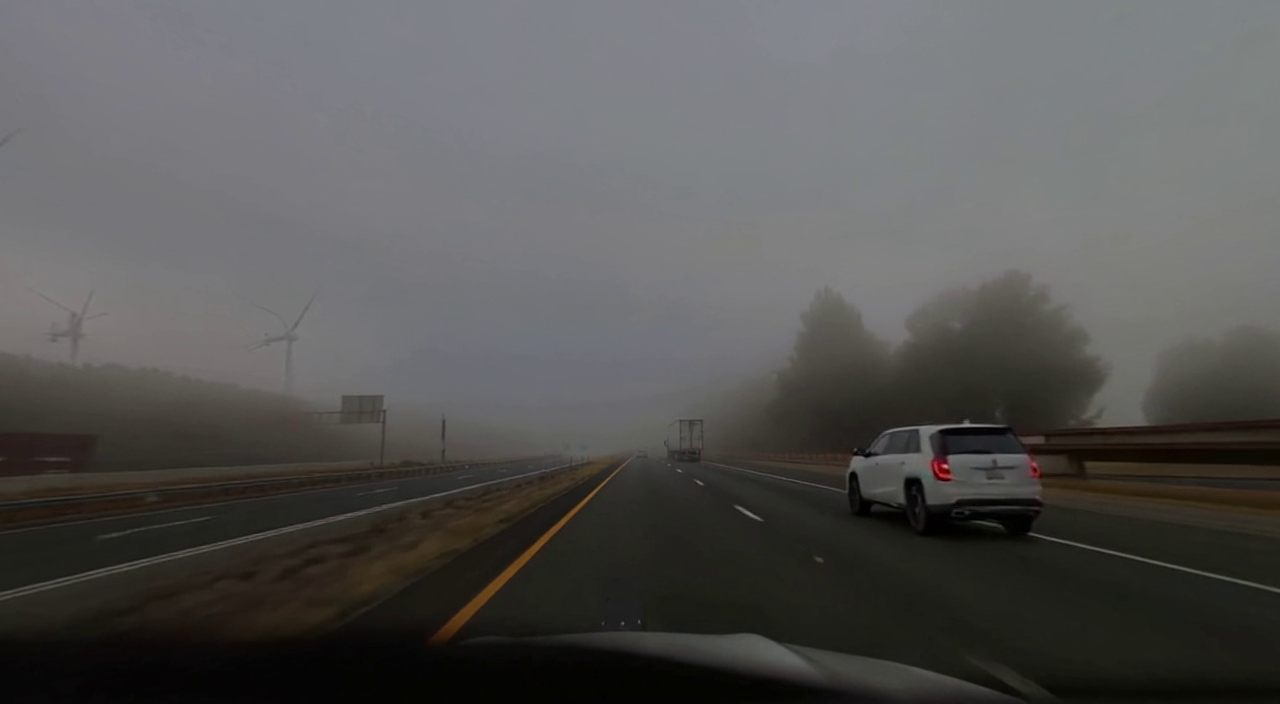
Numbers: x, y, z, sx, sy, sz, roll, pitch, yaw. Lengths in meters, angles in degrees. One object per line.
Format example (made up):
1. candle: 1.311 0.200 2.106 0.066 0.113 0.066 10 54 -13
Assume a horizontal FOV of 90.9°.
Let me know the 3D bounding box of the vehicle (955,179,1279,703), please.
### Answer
1. vehicle: 4.490 0.515 3.426 2.609 2.648 5.397 0 -9 -1
